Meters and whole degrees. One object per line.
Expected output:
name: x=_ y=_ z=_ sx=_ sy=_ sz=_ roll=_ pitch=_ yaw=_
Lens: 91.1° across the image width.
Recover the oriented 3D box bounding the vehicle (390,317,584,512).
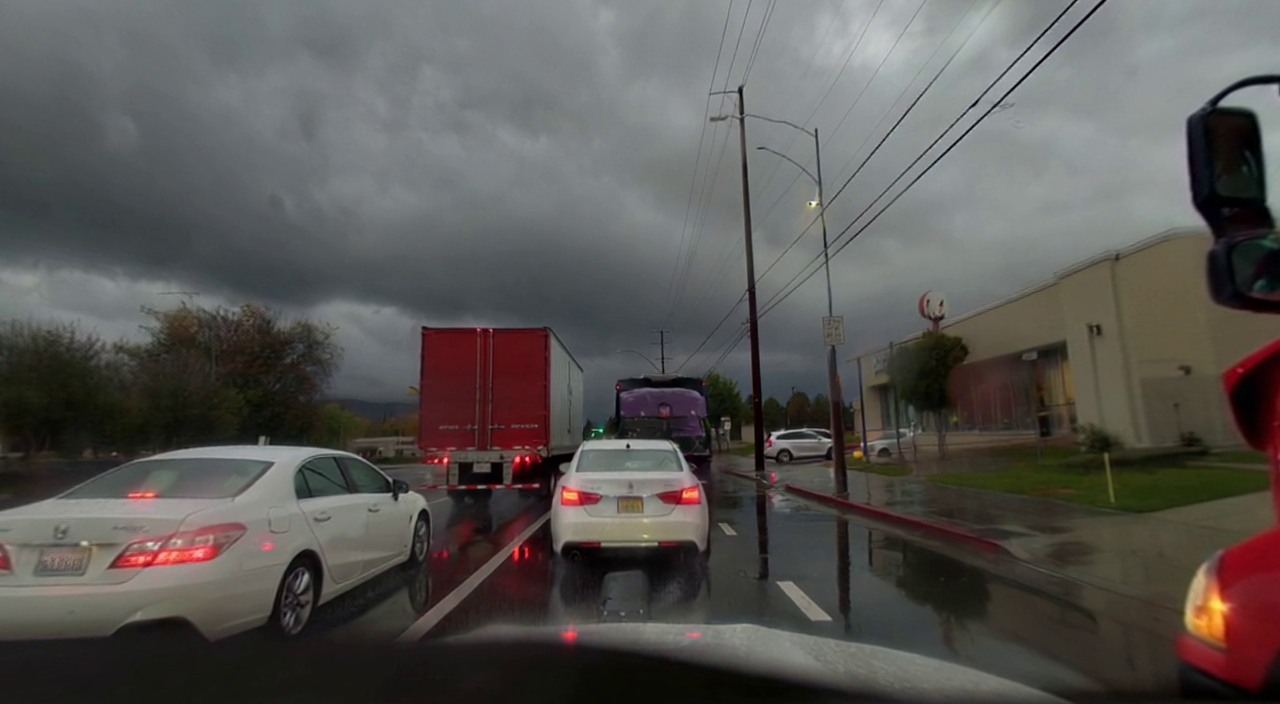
vehicle: x=-3.261 y=1.698 z=15.752 sx=3.020 sy=3.800 sz=7.105 roll=0 pitch=-8 yaw=0

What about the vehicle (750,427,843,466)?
vehicle: x=8.020 y=4.915 z=32.690 sx=2.061 sy=1.845 sz=4.829 roll=4 pitch=-9 yaw=-25

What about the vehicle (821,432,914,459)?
vehicle: x=12.843 y=5.327 z=35.671 sx=4.574 sy=1.478 sz=1.880 roll=0 pitch=-8 yaw=3

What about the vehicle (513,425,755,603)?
vehicle: x=-0.096 y=1.691 z=7.493 sx=2.067 sy=1.506 sz=4.118 roll=0 pitch=-8 yaw=-1

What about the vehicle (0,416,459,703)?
vehicle: x=-3.097 y=1.359 z=5.070 sx=1.969 sy=1.471 sz=4.378 roll=0 pitch=-8 yaw=0
